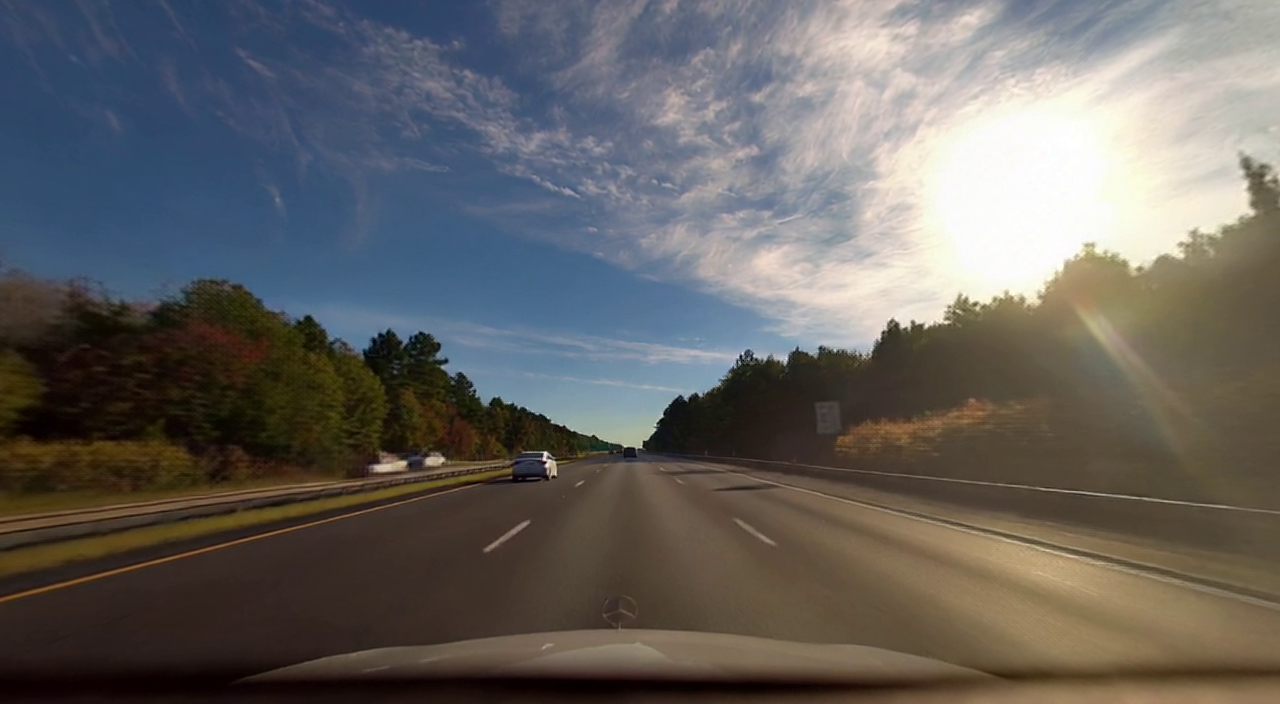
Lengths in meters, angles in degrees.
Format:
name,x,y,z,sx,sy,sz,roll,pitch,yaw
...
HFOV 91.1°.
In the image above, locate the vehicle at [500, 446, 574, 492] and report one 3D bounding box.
name,x,y,z,sx,sy,sz,roll,pitch,yaw
vehicle,-3.597,4.156,22.628,1.970,1.492,3.944,0,-9,0
